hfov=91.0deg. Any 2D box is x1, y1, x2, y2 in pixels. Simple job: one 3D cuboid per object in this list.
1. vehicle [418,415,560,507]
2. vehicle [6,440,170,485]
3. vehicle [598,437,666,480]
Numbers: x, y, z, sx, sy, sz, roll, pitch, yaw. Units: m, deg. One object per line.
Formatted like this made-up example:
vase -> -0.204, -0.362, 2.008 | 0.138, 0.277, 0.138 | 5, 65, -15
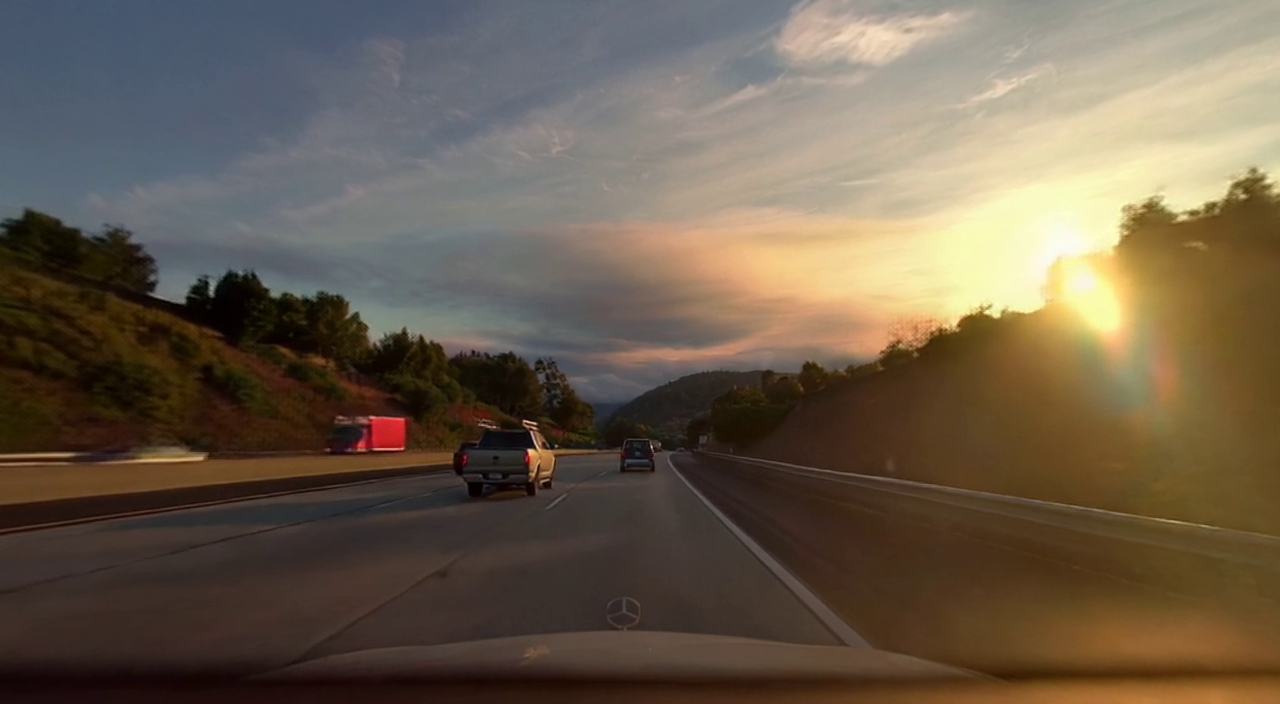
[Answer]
vehicle -> -3.557, 2.700, 16.023 | 2.250, 1.947, 4.860 | 0, -9, 2
vehicle -> -20.773, 4.165, 24.052 | 1.903, 1.547, 4.705 | 0, -9, 1
vehicle -> -0.245, 4.648, 27.735 | 2.715, 1.669, 5.163 | 0, -9, 1
